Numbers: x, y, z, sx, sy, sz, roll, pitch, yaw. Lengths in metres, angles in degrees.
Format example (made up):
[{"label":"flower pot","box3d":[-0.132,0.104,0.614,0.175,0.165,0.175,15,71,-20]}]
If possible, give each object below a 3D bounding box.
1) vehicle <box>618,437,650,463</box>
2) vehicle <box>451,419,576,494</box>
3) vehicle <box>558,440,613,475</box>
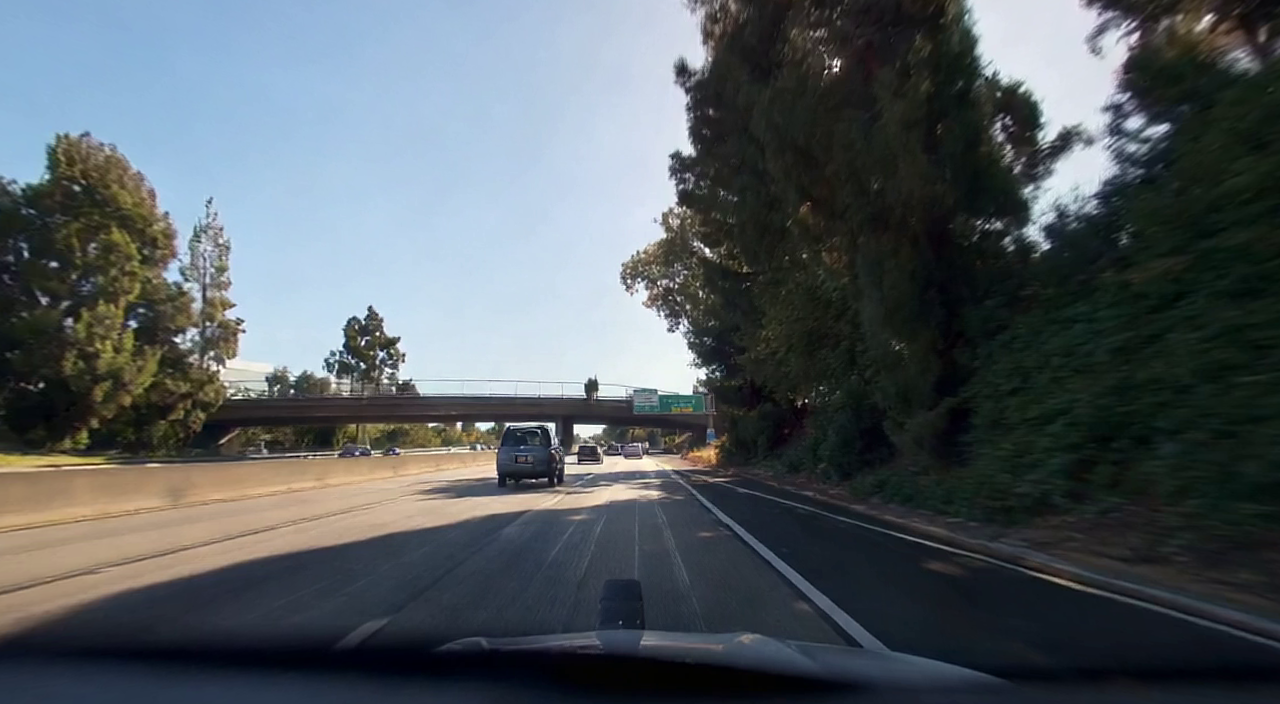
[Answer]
[{"label":"vehicle","box3d":[-0.456,7.421,48.124,2.306,1.857,4.657,0,-9,0]},{"label":"vehicle","box3d":[-3.627,3.175,19.418,2.497,1.957,5.432,0,-9,3]},{"label":"vehicle","box3d":[-2.531,5.058,30.577,2.068,1.539,4.720,0,-9,3]}]
